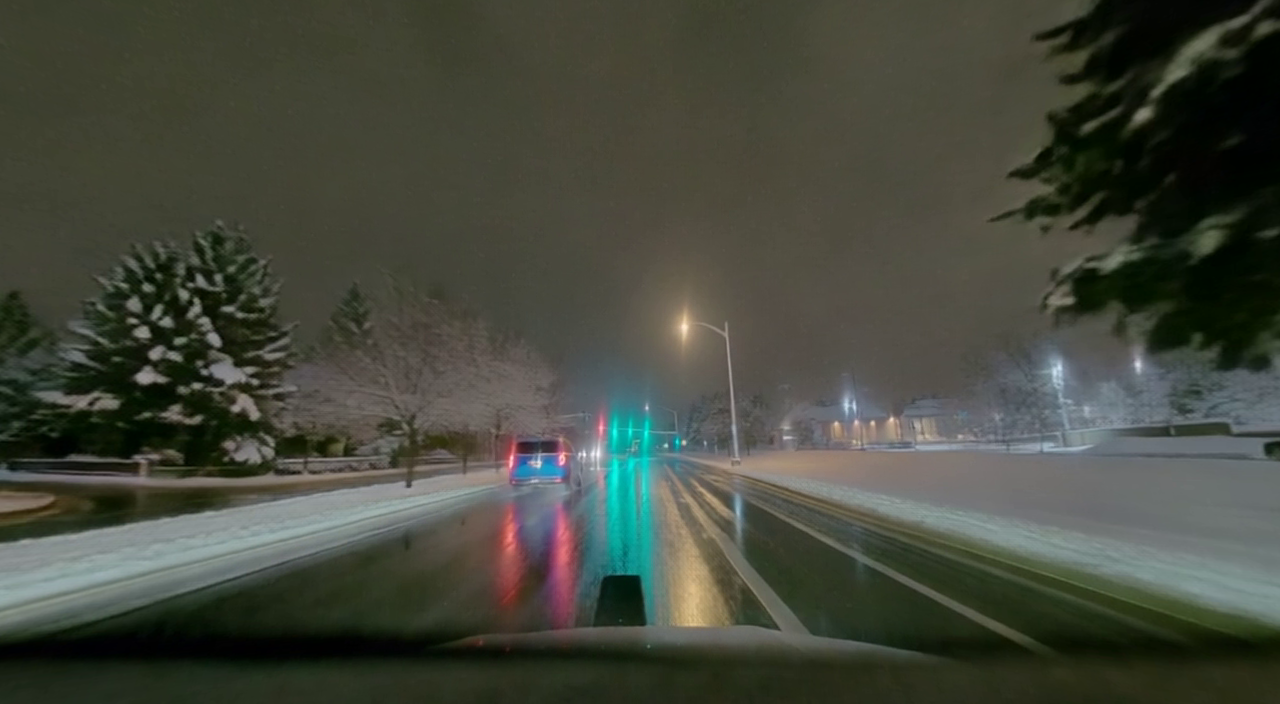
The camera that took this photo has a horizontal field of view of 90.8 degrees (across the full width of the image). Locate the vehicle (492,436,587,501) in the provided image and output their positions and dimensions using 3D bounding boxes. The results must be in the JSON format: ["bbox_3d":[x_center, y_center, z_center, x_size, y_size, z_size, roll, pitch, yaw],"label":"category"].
[{"bbox_3d":[-2.918,3.500,19.392,2.121,1.724,4.392,0,-9,1],"label":"vehicle"}]
